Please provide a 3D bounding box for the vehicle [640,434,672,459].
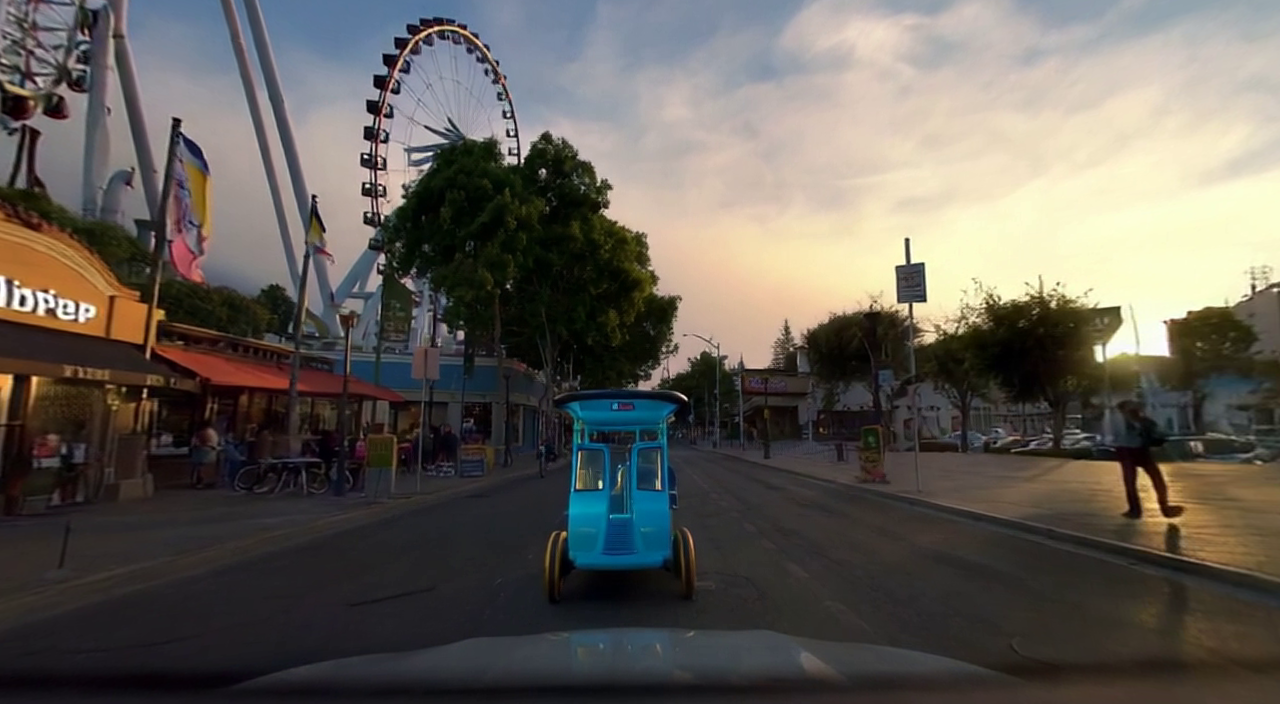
[{"bbox_3d":[1.198,7.009,46.684,2.221,1.773,4.228,-1,-9,2],"label":"vehicle"}]
